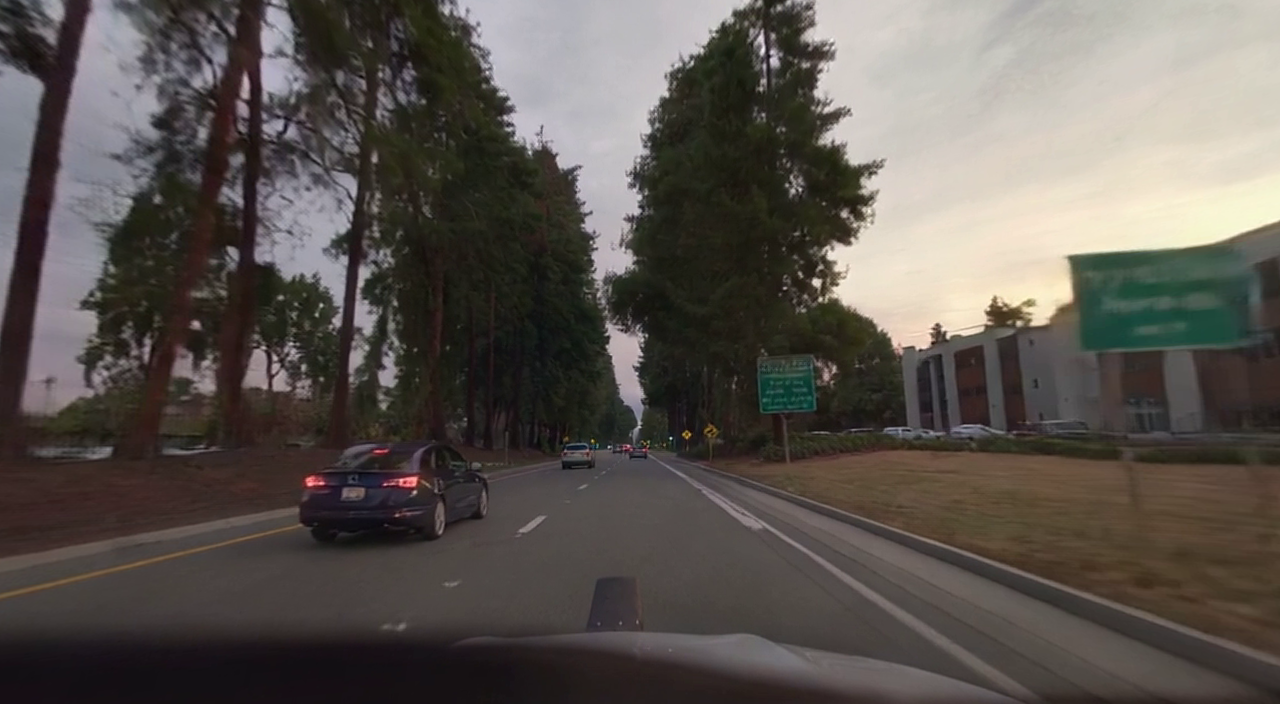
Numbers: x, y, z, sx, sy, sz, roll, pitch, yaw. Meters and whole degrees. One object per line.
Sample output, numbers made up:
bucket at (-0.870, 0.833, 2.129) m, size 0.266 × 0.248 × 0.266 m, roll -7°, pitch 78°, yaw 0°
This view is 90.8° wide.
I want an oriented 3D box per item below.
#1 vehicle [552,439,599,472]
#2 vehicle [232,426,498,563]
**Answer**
vehicle at (-3.326, 5.432, 33.256) m, size 1.942 × 1.588 × 4.172 m, roll 0°, pitch -9°, yaw 1°
vehicle at (-3.497, 1.890, 9.128) m, size 1.862 × 1.478 × 4.369 m, roll 0°, pitch -9°, yaw 0°
